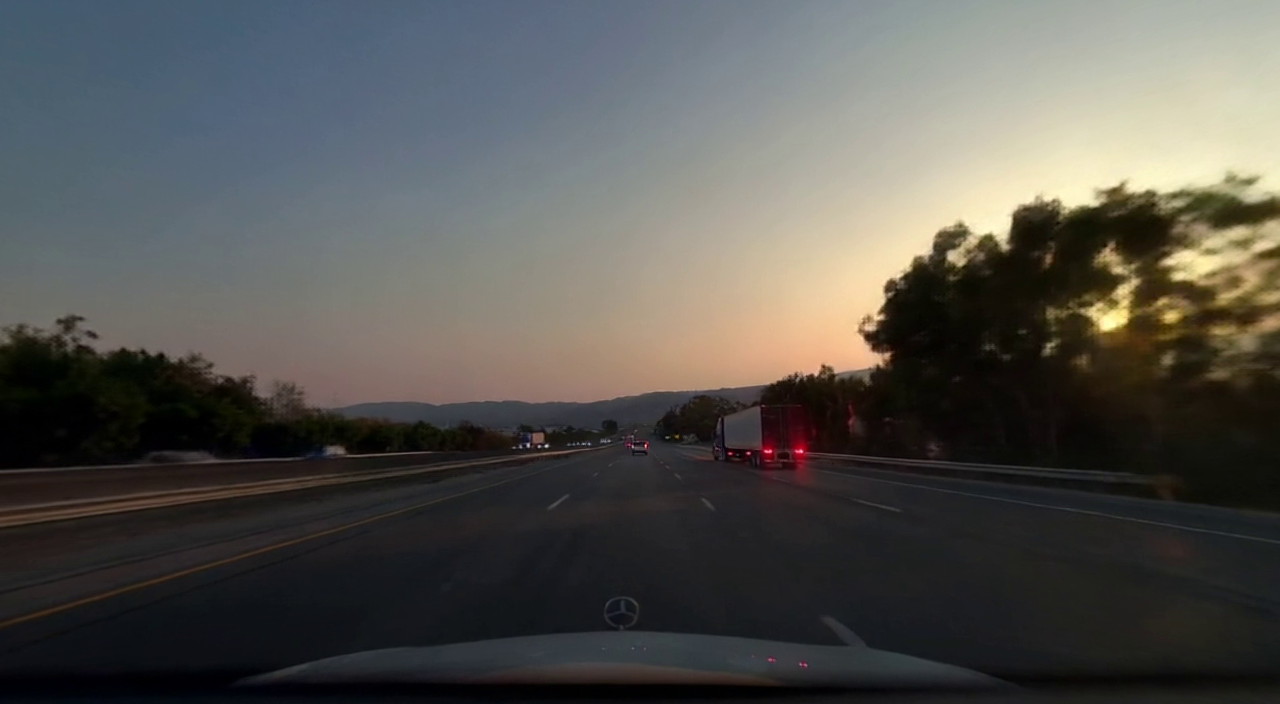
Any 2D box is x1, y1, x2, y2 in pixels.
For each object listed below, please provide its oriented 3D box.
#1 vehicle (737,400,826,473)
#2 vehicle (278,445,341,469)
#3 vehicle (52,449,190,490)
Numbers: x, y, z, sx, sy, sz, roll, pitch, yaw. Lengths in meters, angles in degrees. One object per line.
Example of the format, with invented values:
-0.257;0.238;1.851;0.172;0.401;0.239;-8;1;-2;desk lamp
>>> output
6.867;4.332;31.961;2.793;3.204;7.997;0;-8;1;vehicle
-25.681;8.123;49.240;2.177;1.782;5.071;0;-8;0;vehicle
-21.602;4.878;26.581;1.862;1.505;4.617;0;-8;1;vehicle
